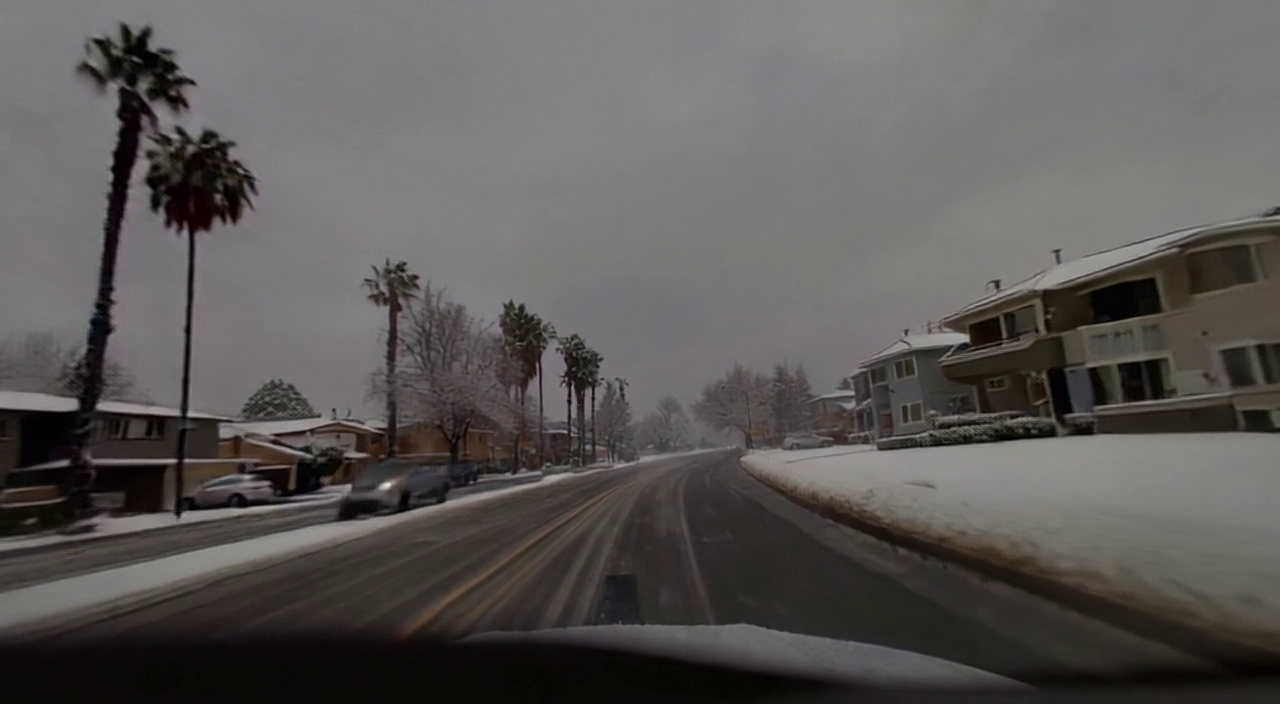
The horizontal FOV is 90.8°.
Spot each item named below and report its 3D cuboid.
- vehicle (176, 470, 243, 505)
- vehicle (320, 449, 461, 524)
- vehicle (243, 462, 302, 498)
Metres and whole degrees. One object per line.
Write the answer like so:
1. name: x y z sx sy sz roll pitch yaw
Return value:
1. vehicle: -22.004 6.863 32.212 4.461 1.477 1.862 -8 -12 44
2. vehicle: -6.486 3.482 16.976 1.746 1.503 4.400 -8 -9 2
3. vehicle: -21.589 7.482 37.304 2.075 1.846 4.684 3 -9 -19
